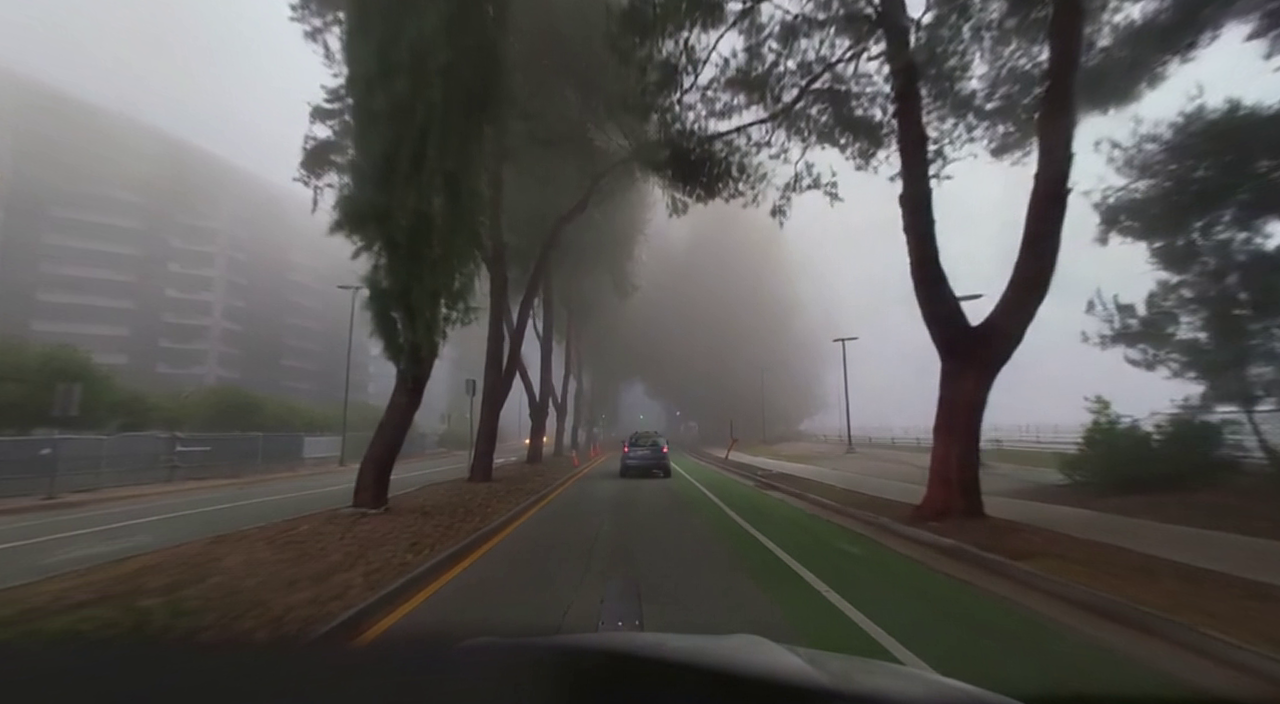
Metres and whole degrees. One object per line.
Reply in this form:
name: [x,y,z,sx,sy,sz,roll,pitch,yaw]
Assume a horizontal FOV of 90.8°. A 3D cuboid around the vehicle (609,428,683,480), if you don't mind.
vehicle: [0.204,3.248,20.391,2.114,1.493,4.430,0,-8,1]
